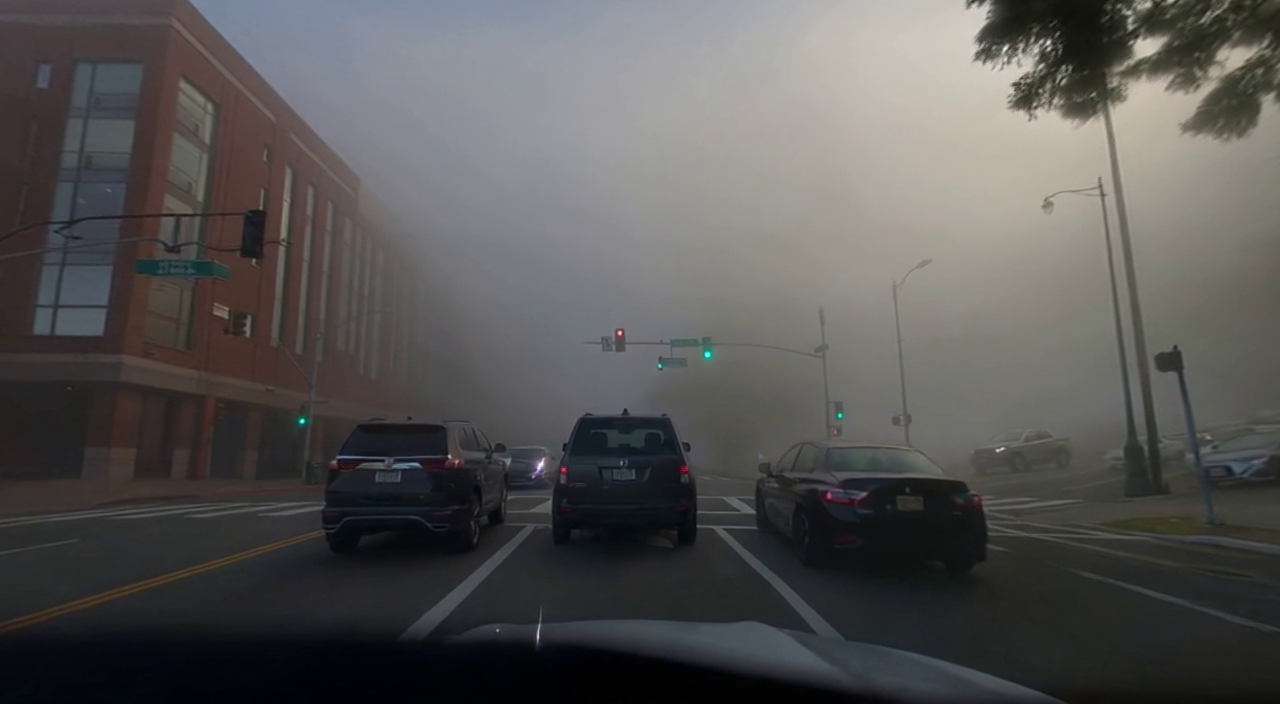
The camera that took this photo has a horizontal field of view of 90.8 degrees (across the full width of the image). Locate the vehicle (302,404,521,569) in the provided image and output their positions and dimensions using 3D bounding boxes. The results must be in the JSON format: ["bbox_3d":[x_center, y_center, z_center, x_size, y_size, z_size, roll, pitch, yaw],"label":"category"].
[{"bbox_3d":[-2.953,1.814,9.256,1.855,1.812,4.244,0,-8,-4],"label":"vehicle"}]

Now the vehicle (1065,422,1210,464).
[{"bbox_3d":[20.819,3.843,26.581,4.355,1.663,1.948,0,-8,1],"label":"vehicle"}]

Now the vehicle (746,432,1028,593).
[{"bbox_3d":[2.635,1.793,7.963,1.852,1.462,4.155,0,-8,0],"label":"vehicle"}]

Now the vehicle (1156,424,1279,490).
[{"bbox_3d":[17.432,2.938,17.617,4.547,1.720,1.624,0,-12,-1],"label":"vehicle"}]

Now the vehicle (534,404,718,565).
[{"bbox_3d":[-0.185,1.863,9.611,2.105,1.842,4.537,0,-8,-1],"label":"vehicle"}]
